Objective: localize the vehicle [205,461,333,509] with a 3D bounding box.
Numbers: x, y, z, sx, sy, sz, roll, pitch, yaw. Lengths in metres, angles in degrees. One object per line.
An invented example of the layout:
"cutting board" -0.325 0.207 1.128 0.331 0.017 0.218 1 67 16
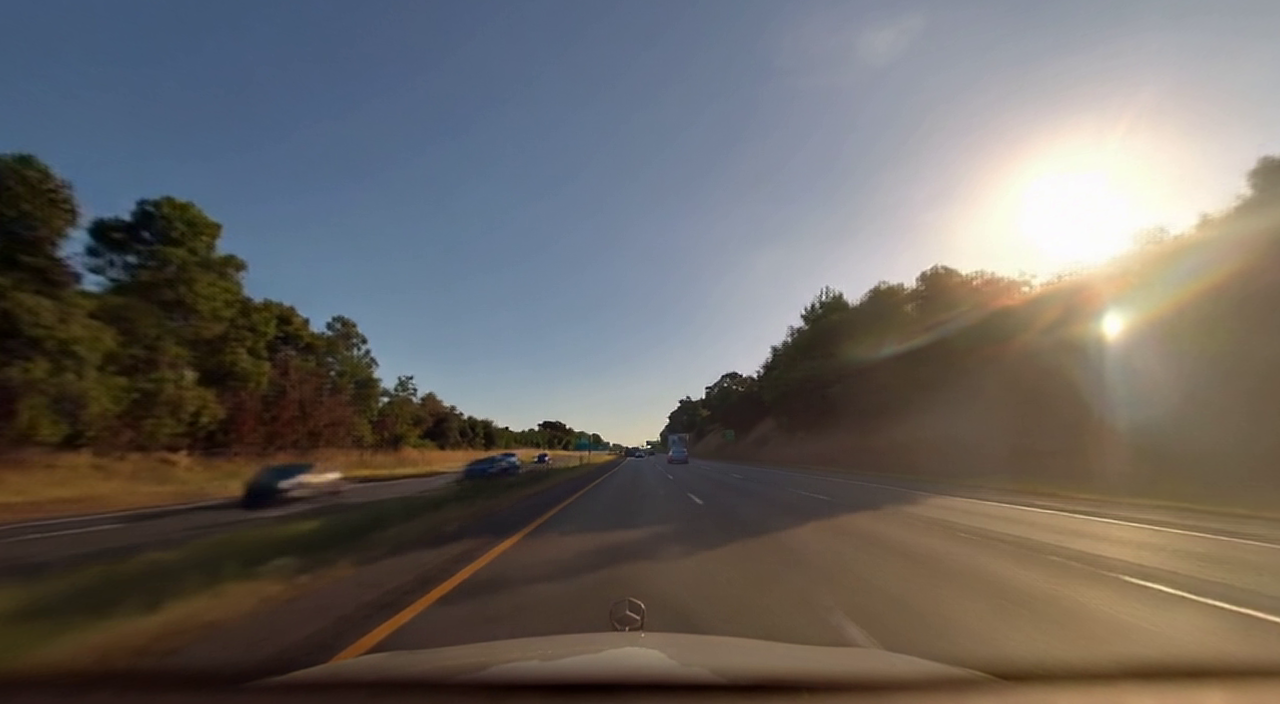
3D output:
"vehicle" -11.776 4.216 20.359 1.824 1.323 3.790 0 -9 0

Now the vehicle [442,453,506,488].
"vehicle" -7.517 5.411 29.039 1.788 1.451 4.386 0 -9 0
